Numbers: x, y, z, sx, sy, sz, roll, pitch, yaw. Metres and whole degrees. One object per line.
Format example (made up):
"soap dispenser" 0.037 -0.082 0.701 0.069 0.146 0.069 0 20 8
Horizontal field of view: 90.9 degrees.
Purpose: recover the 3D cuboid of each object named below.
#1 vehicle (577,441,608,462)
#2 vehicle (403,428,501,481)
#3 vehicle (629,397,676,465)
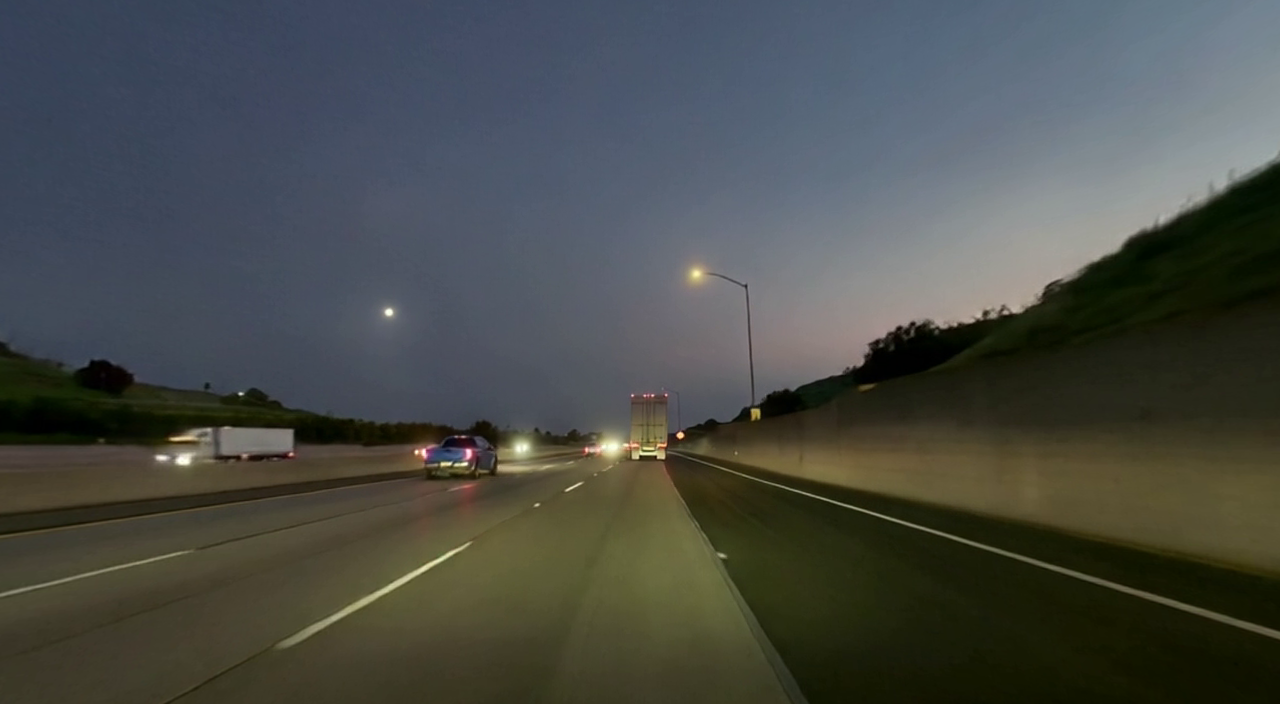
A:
"vehicle" -3.633 7.666 48.761 1.983 1.508 4.060 0 -8 2
"vehicle" -7.182 3.987 24.805 2.113 1.837 5.339 0 -8 1
"vehicle" 0.947 6.060 47.282 2.951 4.229 15.519 0 -8 1
